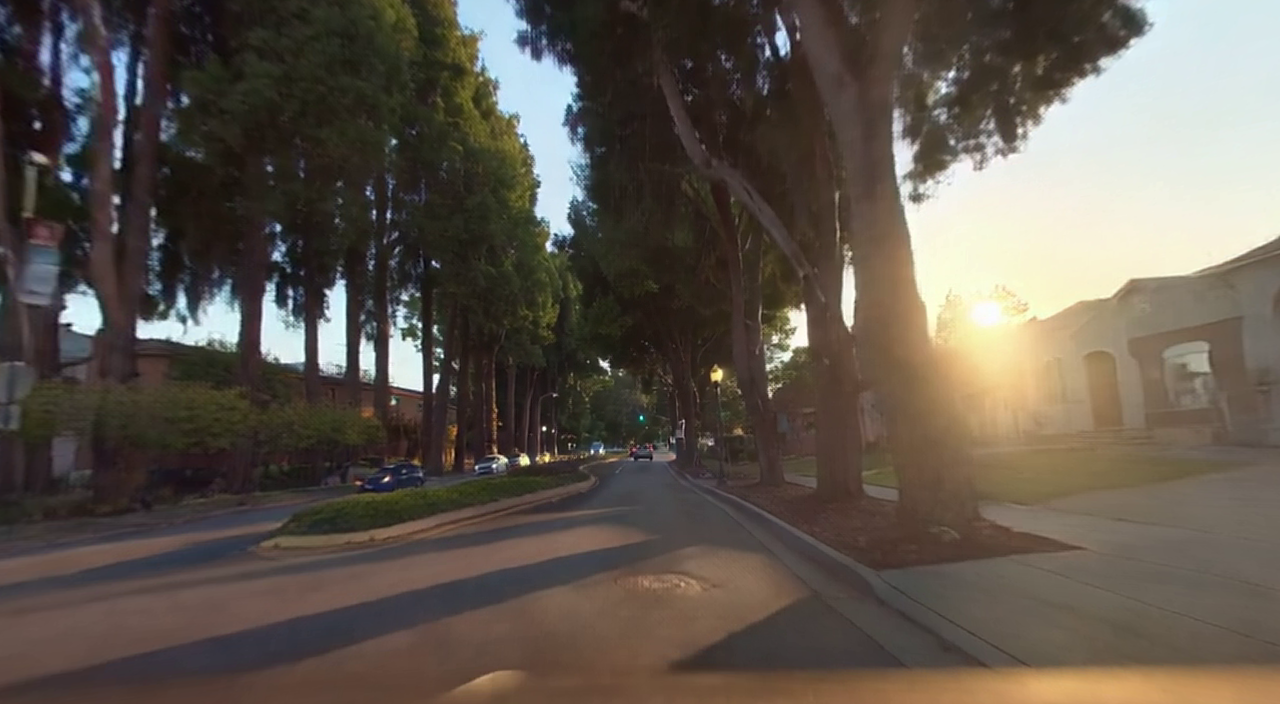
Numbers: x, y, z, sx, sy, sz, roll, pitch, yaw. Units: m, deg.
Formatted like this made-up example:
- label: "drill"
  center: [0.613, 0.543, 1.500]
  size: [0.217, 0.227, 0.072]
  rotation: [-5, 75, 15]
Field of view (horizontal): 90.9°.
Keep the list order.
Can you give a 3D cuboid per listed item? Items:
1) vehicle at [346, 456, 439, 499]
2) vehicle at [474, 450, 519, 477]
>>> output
- label: "vehicle"
  center: [-9.976, 5.075, 25.847]
  size: [1.892, 1.484, 4.576]
  rotation: [0, -9, 1]
- label: "vehicle"
  center: [-10.215, 7.928, 45.112]
  size: [1.995, 1.657, 4.609]
  rotation: [-2, -8, 3]
